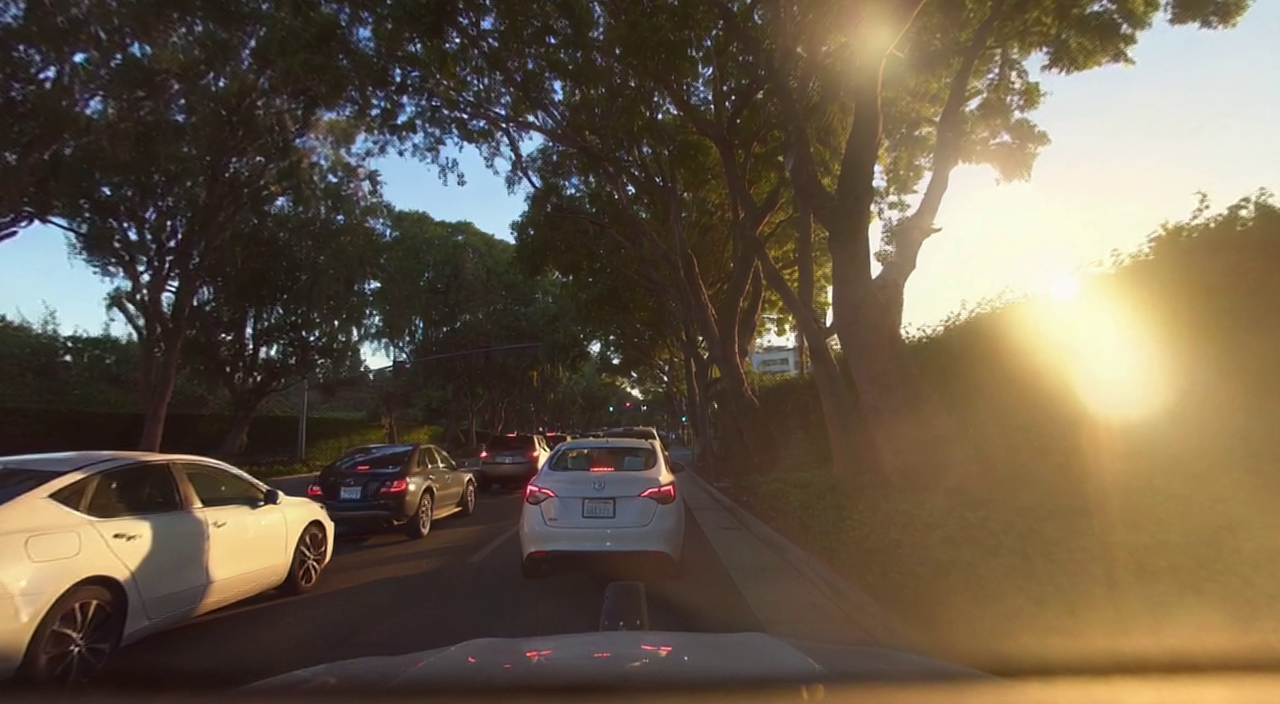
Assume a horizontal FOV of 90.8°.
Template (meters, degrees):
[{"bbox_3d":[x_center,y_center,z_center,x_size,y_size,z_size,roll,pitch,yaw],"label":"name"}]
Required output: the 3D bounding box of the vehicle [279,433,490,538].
[{"bbox_3d":[-4.257,2.276,11.471,1.898,1.503,4.453,0,-8,1],"label":"vehicle"}]

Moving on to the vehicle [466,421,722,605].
[{"bbox_3d":[-0.417,1.645,7.393,2.127,1.517,4.090,0,-8,-1],"label":"vehicle"}]

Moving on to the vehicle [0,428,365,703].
[{"bbox_3d":[-3.810,1.289,4.469,1.784,1.408,4.141,0,-8,1],"label":"vehicle"}]
